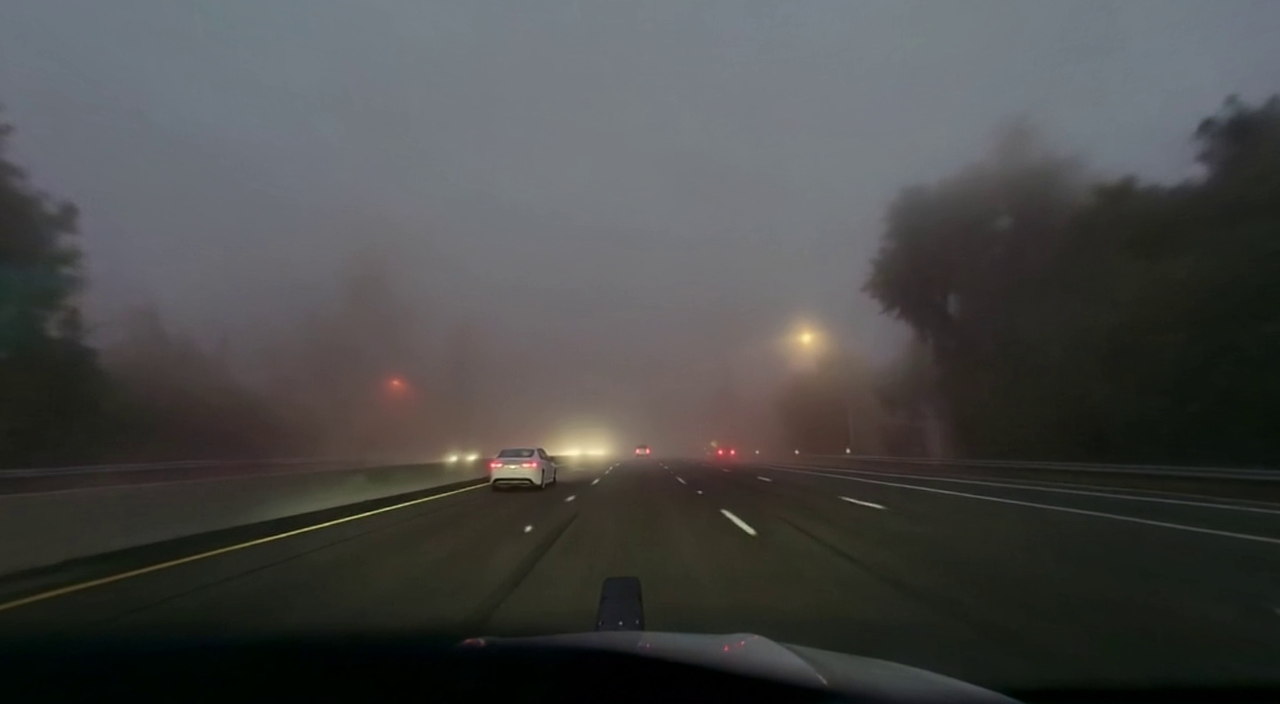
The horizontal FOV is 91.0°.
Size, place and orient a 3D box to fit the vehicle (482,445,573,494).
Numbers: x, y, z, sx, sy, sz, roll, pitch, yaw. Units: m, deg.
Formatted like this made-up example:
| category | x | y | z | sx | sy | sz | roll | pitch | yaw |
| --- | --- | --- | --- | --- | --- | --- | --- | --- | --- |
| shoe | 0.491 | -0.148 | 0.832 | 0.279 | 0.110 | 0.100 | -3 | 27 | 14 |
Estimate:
| category | x | y | z | sx | sy | sz | roll | pitch | yaw |
| --- | --- | --- | --- | --- | --- | --- | --- | --- | --- |
| vehicle | -3.702 | 3.963 | 21.588 | 2.162 | 1.493 | 4.583 | 0 | -9 | 1 |
